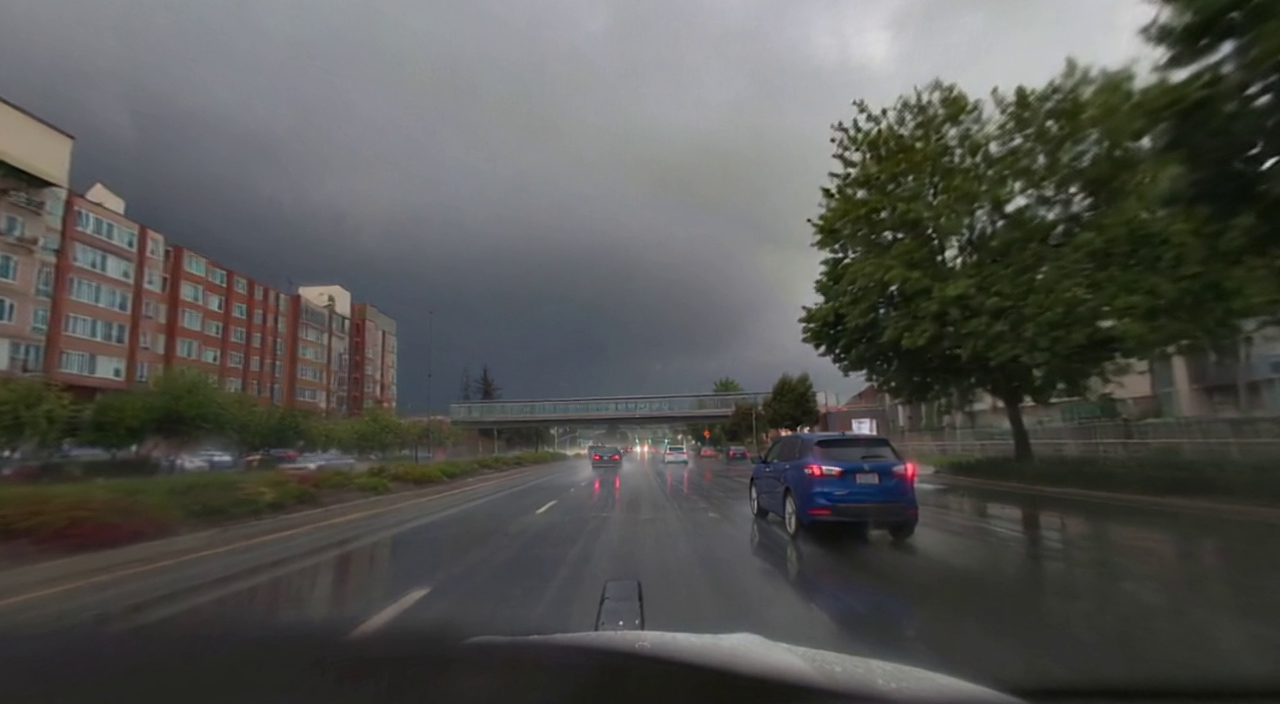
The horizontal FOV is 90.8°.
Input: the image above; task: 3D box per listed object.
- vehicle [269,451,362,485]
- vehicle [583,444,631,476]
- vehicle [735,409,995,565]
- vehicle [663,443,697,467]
[{"bbox_3d":[-15.508,5.548,30.529,1.935,1.477,4.703,0,-9,1],"label":"vehicle"},{"bbox_3d":[-1.619,5.568,32.784,2.173,1.498,4.528,0,-9,1],"label":"vehicle"},{"bbox_3d":[2.911,1.884,9.561,2.130,1.741,4.665,0,-9,-1],"label":"vehicle"},{"bbox_3d":[2.997,7.815,48.027,2.165,1.708,3.928,0,-9,-2],"label":"vehicle"}]
